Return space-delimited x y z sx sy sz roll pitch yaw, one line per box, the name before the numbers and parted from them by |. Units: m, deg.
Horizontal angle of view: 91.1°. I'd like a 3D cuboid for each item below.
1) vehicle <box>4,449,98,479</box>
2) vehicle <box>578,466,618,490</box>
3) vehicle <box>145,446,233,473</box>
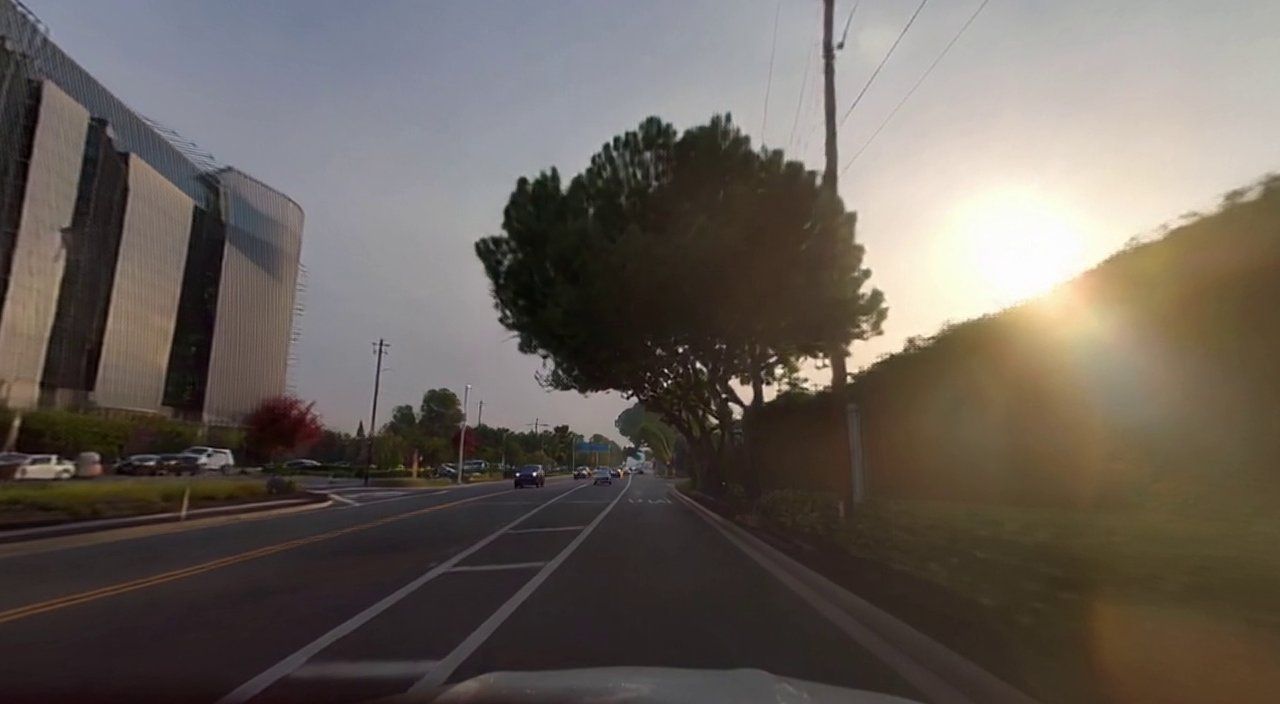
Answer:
vehicle | -31.028 5.896 33.092 3.795 1.474 1.828 -3 -11 18
vehicle | -3.052 9.312 46.621 2.067 1.629 3.858 -2 -11 11
vehicle | -35.612 8.561 49.834 2.033 1.959 5.294 -3 -11 19
